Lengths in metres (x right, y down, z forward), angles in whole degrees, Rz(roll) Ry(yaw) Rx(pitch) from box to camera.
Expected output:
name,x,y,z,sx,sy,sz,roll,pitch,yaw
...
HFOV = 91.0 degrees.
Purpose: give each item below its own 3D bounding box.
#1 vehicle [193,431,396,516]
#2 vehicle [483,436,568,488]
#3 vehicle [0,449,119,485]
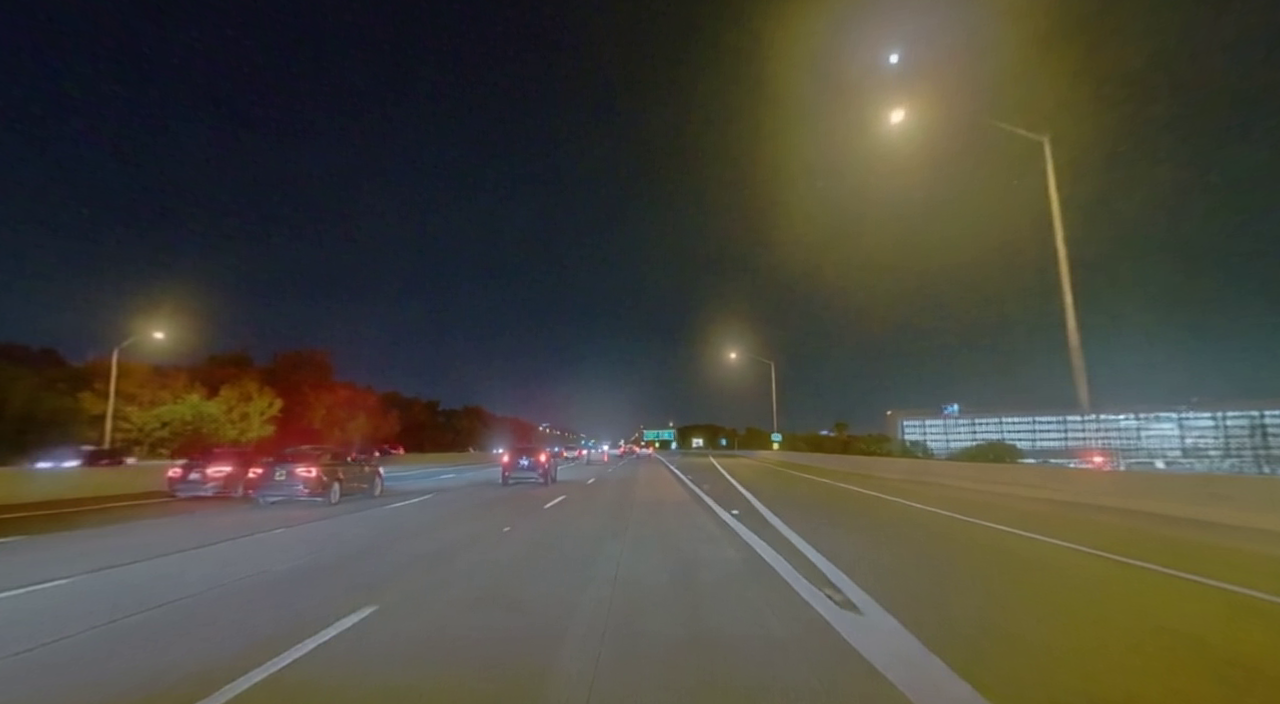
name,x,y,z,sx,sy,sz,roll,pitch,yaw
vehicle,-7.744,2.753,14.786,2.071,1.661,4.540,0,-9,1
vehicle,-4.020,3.958,22.963,2.158,1.717,4.375,0,-9,2
vehicle,-27.322,5.294,29.347,1.885,1.530,4.800,0,-9,0
